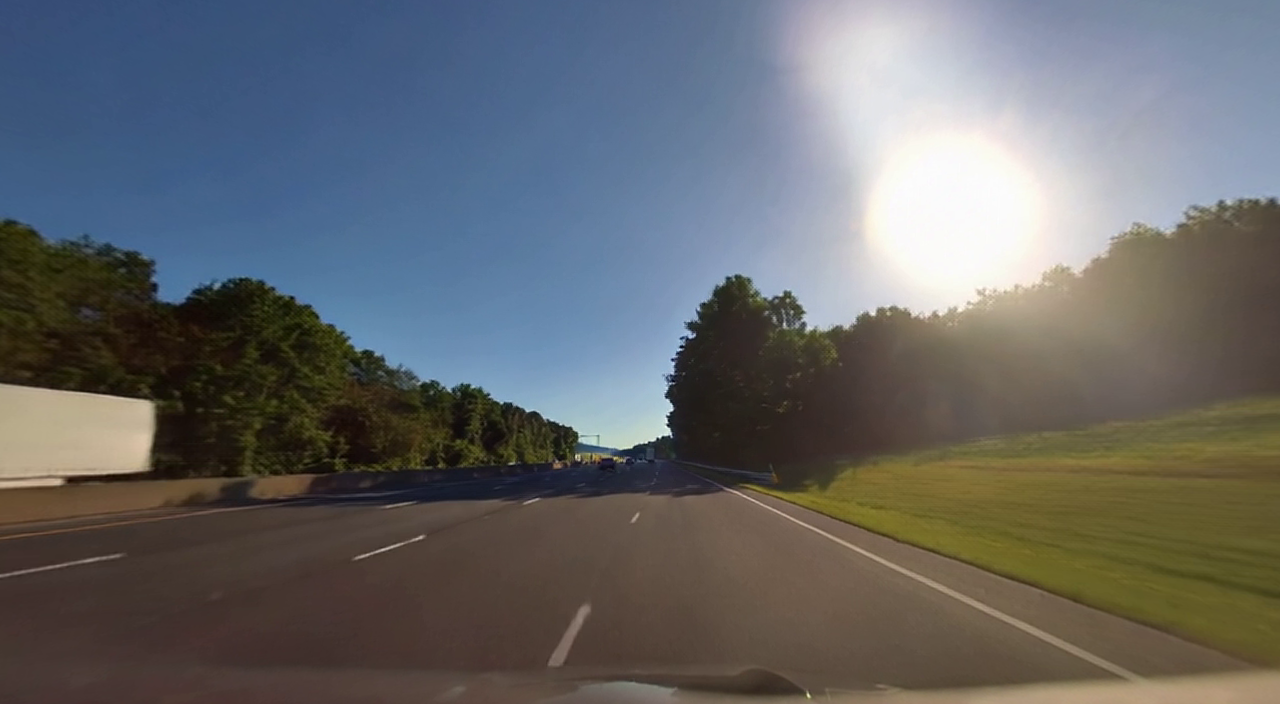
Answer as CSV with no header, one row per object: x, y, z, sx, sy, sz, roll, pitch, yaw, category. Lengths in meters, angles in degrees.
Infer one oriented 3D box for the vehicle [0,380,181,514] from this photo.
-21.336,2.881,19.025,2.899,4.123,15.577,-1,-9,2,vehicle
